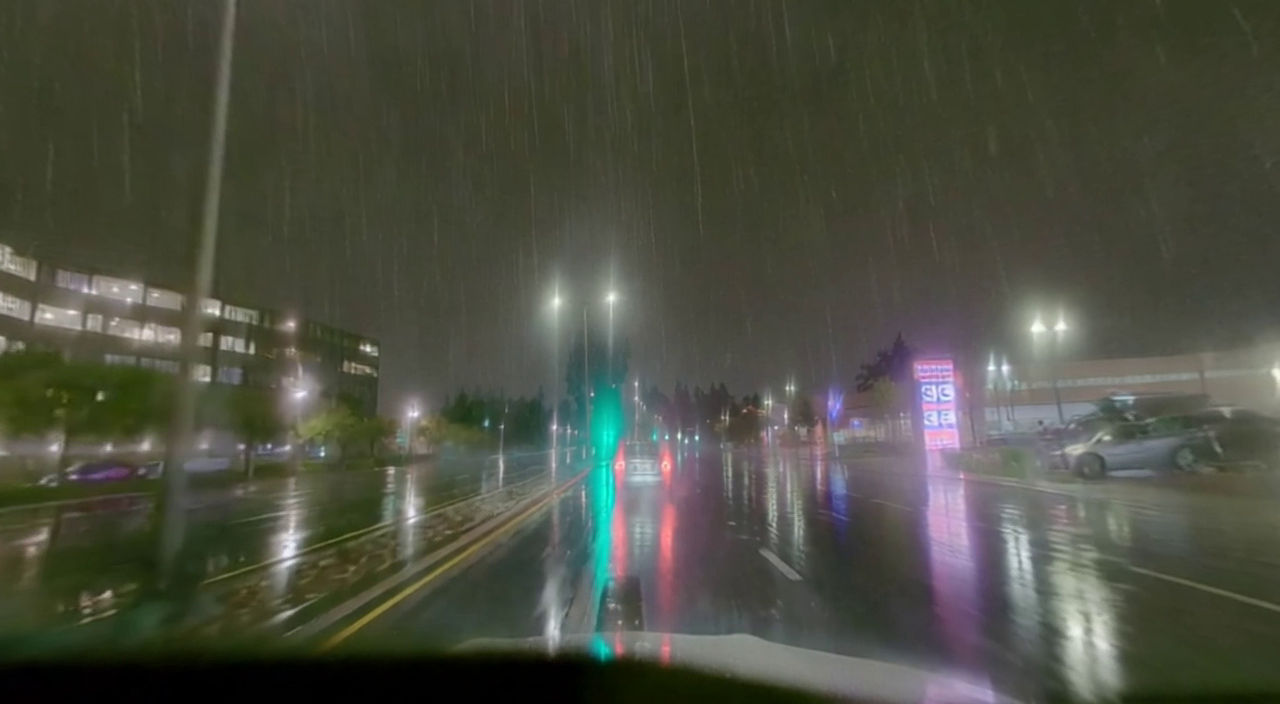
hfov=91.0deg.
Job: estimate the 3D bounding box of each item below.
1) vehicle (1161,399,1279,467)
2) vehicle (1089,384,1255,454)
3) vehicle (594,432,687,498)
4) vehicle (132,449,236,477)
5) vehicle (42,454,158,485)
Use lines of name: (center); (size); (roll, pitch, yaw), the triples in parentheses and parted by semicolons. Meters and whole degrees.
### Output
vehicle: (21.575, 3.001, 22.837); (2.336, 2.164, 5.796); (-3, -9, 22)
vehicle: (24.393, 3.265, 29.315); (2.170, 2.875, 5.941); (1, -9, -3)
vehicle: (-0.019, 2.867, 16.379); (2.126, 1.475, 3.967); (0, -8, -1)
vehicle: (-27.691, 6.760, 38.329); (4.665, 1.578, 2.051); (0, -7, -3)
vehicle: (-27.851, 6.046, 32.551); (4.209, 1.497, 1.913); (0, -9, 0)
